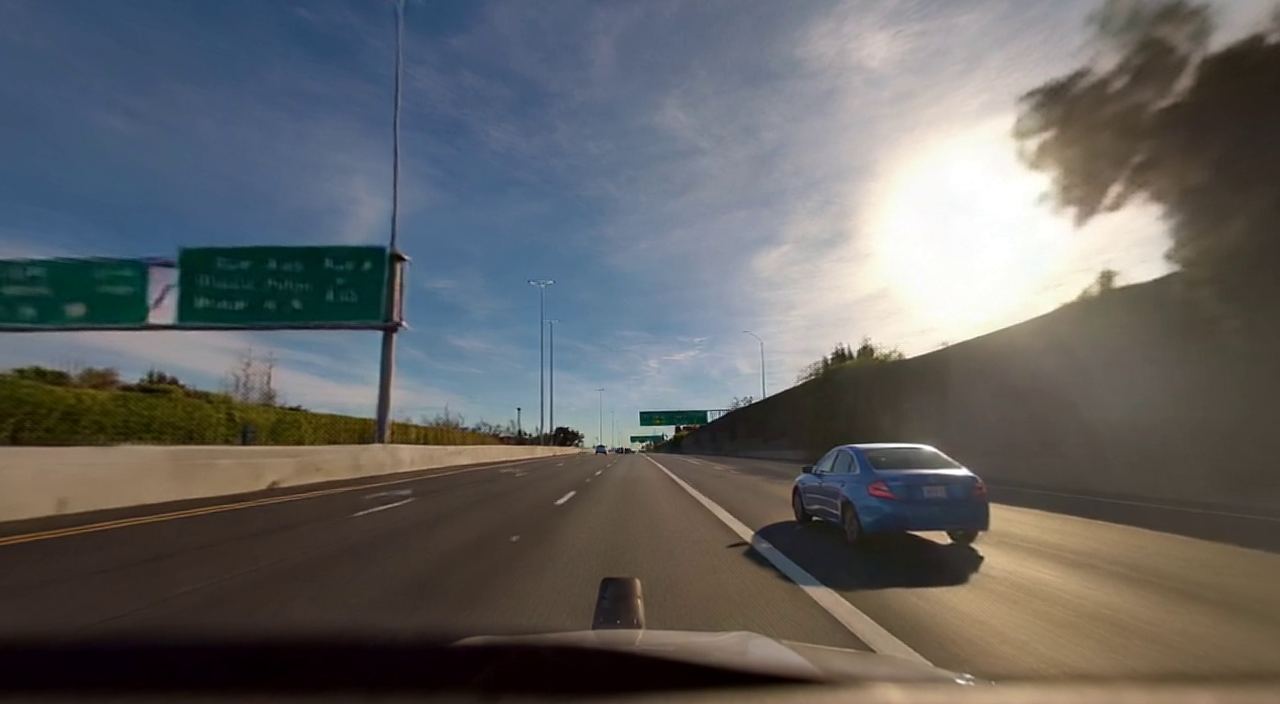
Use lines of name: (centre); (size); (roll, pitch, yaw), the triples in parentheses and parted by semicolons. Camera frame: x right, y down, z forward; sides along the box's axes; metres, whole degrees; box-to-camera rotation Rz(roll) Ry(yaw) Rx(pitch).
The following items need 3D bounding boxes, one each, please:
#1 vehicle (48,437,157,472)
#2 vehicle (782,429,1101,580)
vehicle: (-26.918, 5.118, 31.850); (1.770, 1.589, 4.181); (0, -8, 0)
vehicle: (3.554, 1.875, 8.699); (1.989, 1.479, 4.670); (0, -9, -1)
